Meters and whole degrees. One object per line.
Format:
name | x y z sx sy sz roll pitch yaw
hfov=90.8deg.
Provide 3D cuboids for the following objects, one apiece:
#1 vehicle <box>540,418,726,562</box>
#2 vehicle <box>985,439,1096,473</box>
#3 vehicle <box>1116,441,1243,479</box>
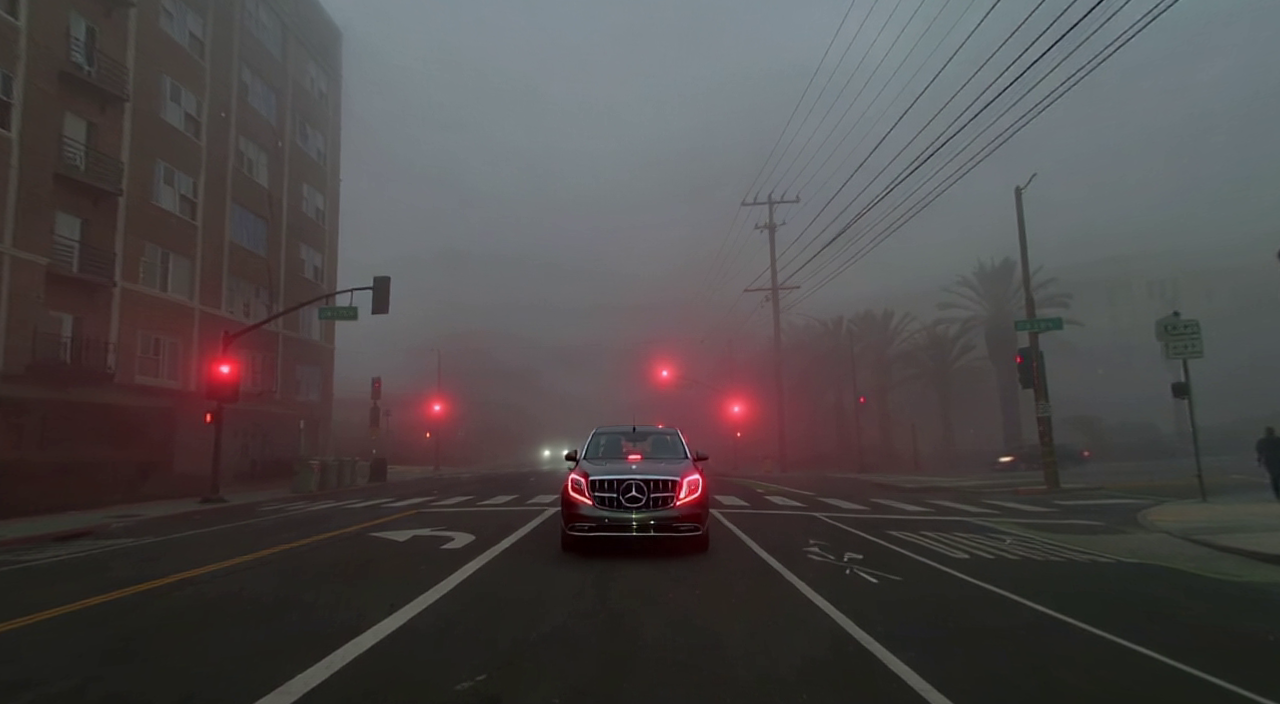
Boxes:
vehicle | -0.081 1.872 9.231 2.144 1.643 3.770 0 -8 0
vehicle | 21.723 5.657 34.404 4.649 1.760 2.029 0 -8 0
vehicle | 24.341 4.861 28.604 4.118 1.593 2.004 1 -8 -8
